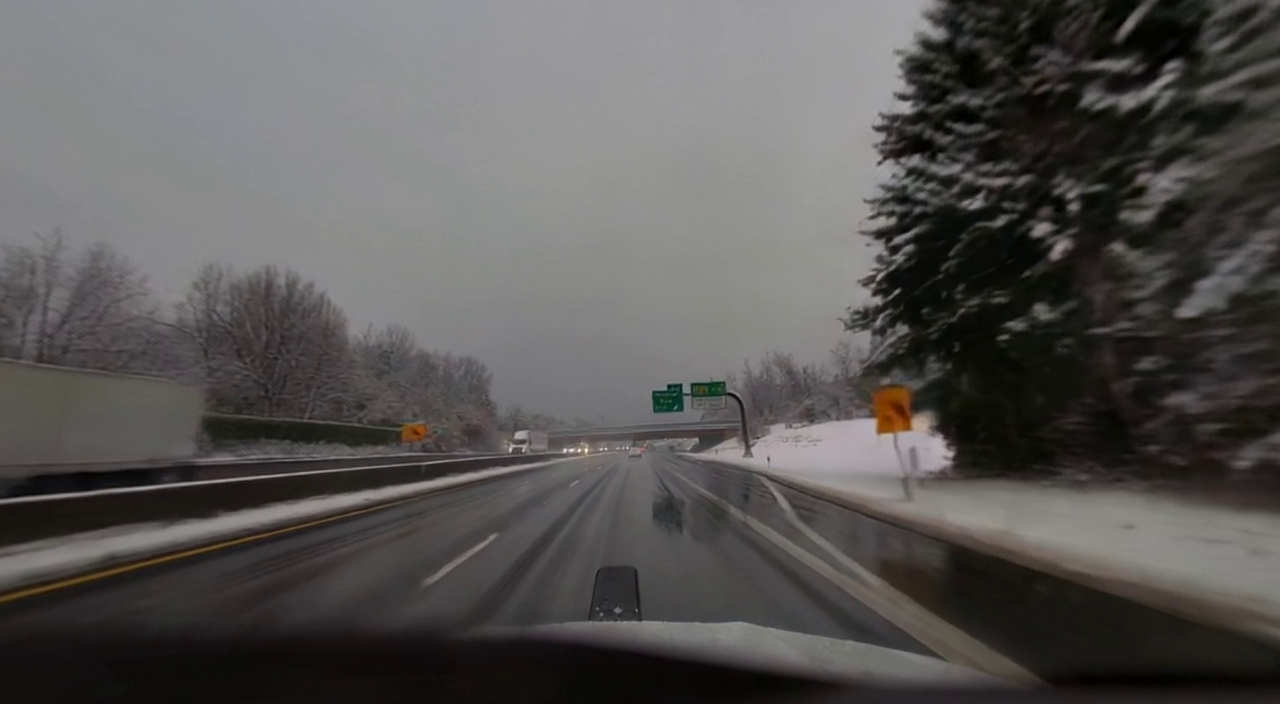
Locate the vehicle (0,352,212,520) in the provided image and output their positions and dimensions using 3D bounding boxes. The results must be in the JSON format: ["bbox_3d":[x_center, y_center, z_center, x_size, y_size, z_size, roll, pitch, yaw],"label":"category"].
[{"bbox_3d":[-17.010,2.554,18.457,2.926,4.018,8.294,0,-9,-1],"label":"vehicle"}]
